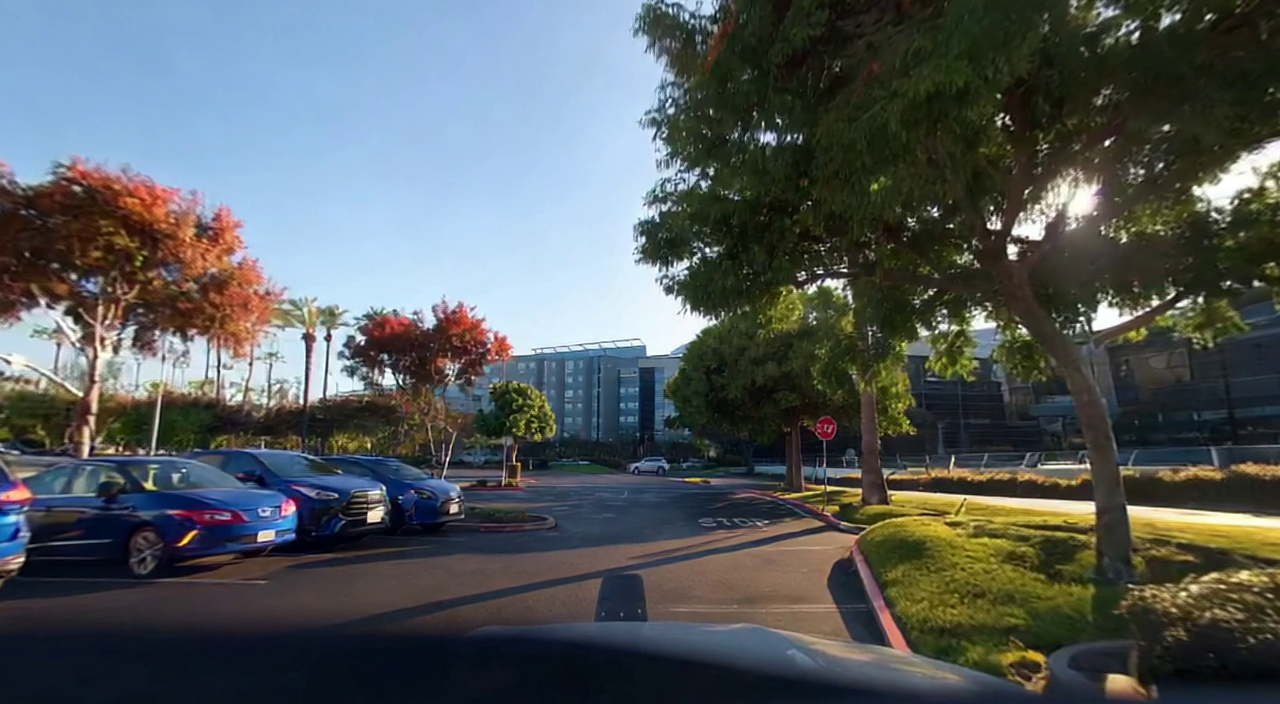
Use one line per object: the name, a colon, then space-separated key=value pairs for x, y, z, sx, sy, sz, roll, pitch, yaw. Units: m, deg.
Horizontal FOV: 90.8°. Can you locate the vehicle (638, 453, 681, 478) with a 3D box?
vehicle: x=1.381 y=8.371 z=46.826 sx=2.071 sy=1.700 sz=4.367 roll=2 pitch=-9 yaw=-14

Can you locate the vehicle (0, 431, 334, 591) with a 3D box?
vehicle: x=-7.020 y=2.014 z=8.692 sx=4.416 sy=1.636 sz=2.206 roll=2 pitch=-9 yaw=9
